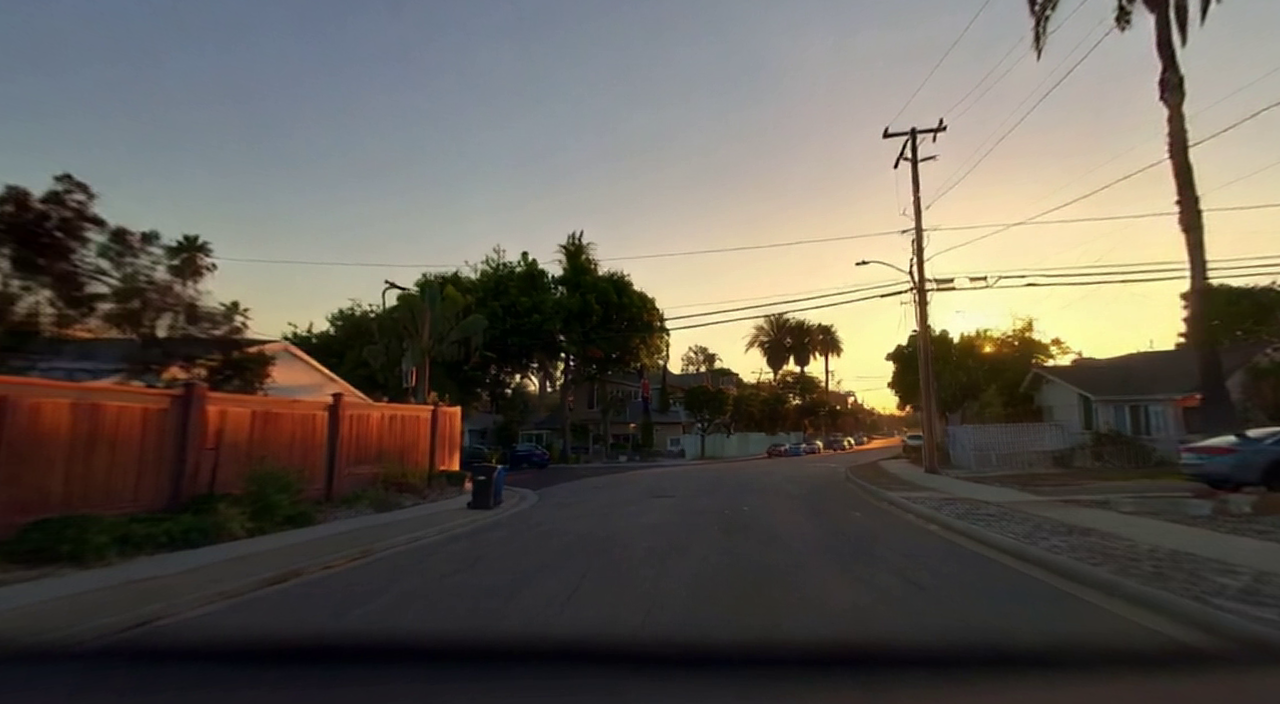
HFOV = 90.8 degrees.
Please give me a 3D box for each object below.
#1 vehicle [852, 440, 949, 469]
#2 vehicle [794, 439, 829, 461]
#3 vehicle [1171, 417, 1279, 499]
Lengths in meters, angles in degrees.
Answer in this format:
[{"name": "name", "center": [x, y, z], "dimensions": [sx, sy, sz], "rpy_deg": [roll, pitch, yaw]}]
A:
[{"name": "vehicle", "center": [13.596, 5.399, 33.203], "dimensions": [4.531, 1.447, 1.814], "rpy_deg": [-3, -10, 19]}, {"name": "vehicle", "center": [13.425, 7.658, 49.249], "dimensions": [1.955, 1.632, 3.688], "rpy_deg": [-4, -10, 25]}, {"name": "vehicle", "center": [13.847, 2.079, 12.514], "dimensions": [4.641, 1.498, 2.001], "rpy_deg": [-1, -9, 6]}]
